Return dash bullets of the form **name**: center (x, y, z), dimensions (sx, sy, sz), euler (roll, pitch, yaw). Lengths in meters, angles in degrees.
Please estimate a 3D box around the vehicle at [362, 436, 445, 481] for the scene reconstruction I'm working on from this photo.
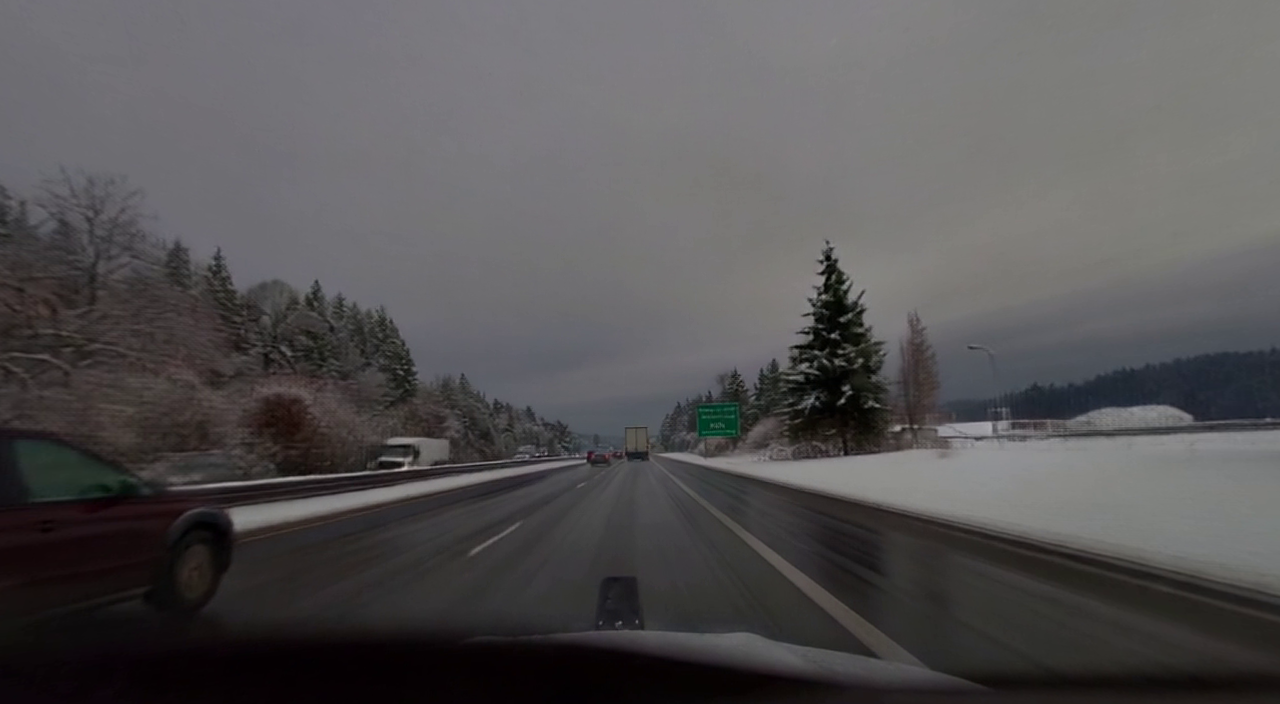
- **vehicle**: center (-12.928, 5.860, 34.978), dimensions (2.243, 2.273, 5.891), euler (0, -9, 1)

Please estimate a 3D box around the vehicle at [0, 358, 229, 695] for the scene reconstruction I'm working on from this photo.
- **vehicle**: center (-4.596, 0.888, 2.999), dimensions (2.079, 1.845, 4.654), euler (0, -9, 0)
